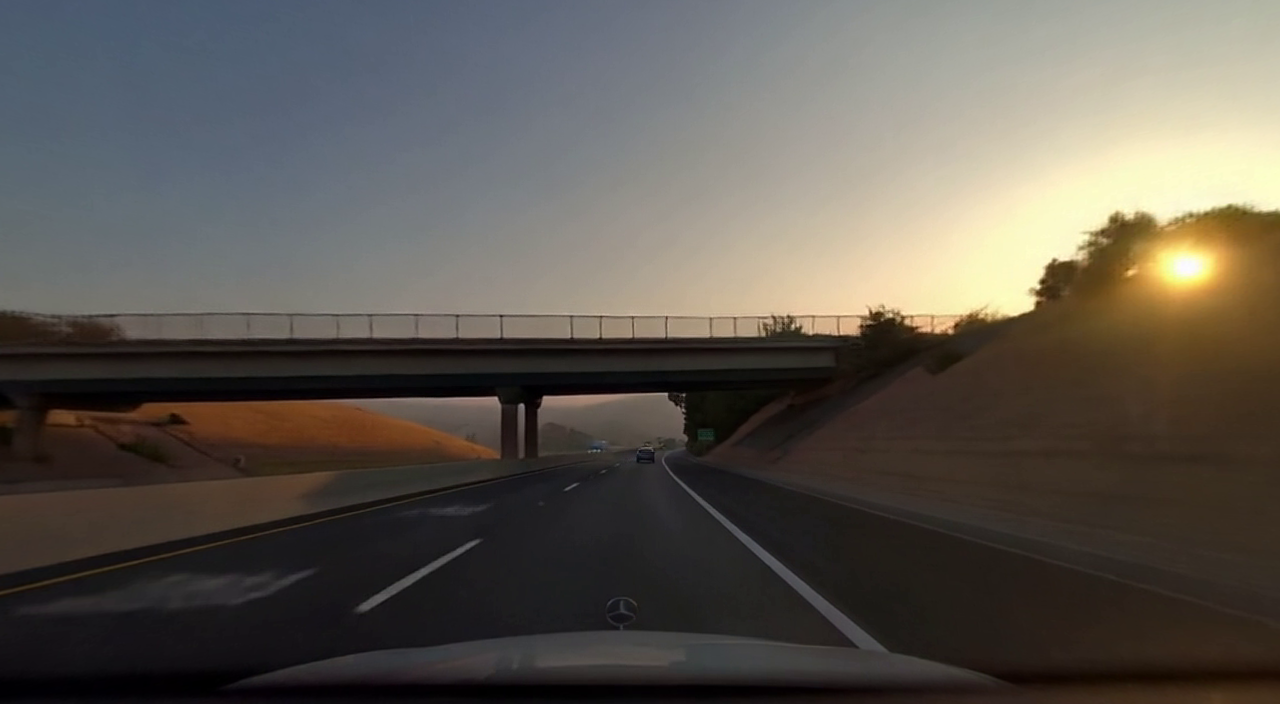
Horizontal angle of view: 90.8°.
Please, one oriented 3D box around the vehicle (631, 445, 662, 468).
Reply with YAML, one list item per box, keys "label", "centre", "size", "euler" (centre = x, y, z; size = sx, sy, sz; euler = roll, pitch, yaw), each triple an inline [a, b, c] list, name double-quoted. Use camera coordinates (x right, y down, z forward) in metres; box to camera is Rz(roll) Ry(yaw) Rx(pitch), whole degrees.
- label: "vehicle"
  centre: [0.515, 7.855, 47.471]
  size: [2.221, 1.603, 4.149]
  euler: [0, -9, 1]
